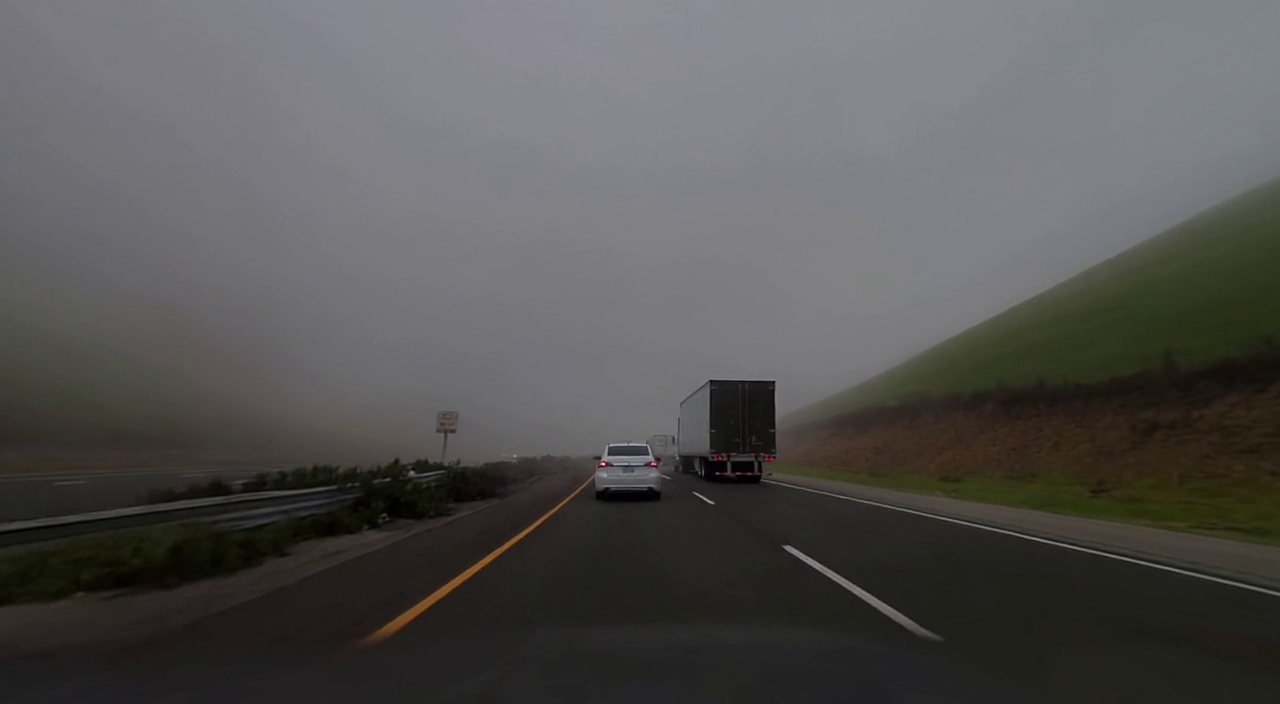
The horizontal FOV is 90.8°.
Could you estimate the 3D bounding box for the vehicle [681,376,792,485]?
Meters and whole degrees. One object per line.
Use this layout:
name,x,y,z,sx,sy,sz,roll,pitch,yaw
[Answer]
vehicle,4.007,3.979,30.386,2.812,4.024,14.098,0,-9,-1

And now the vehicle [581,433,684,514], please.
vehicle,-0.170,2.810,14.941,2.109,1.639,3.768,0,-9,-1
